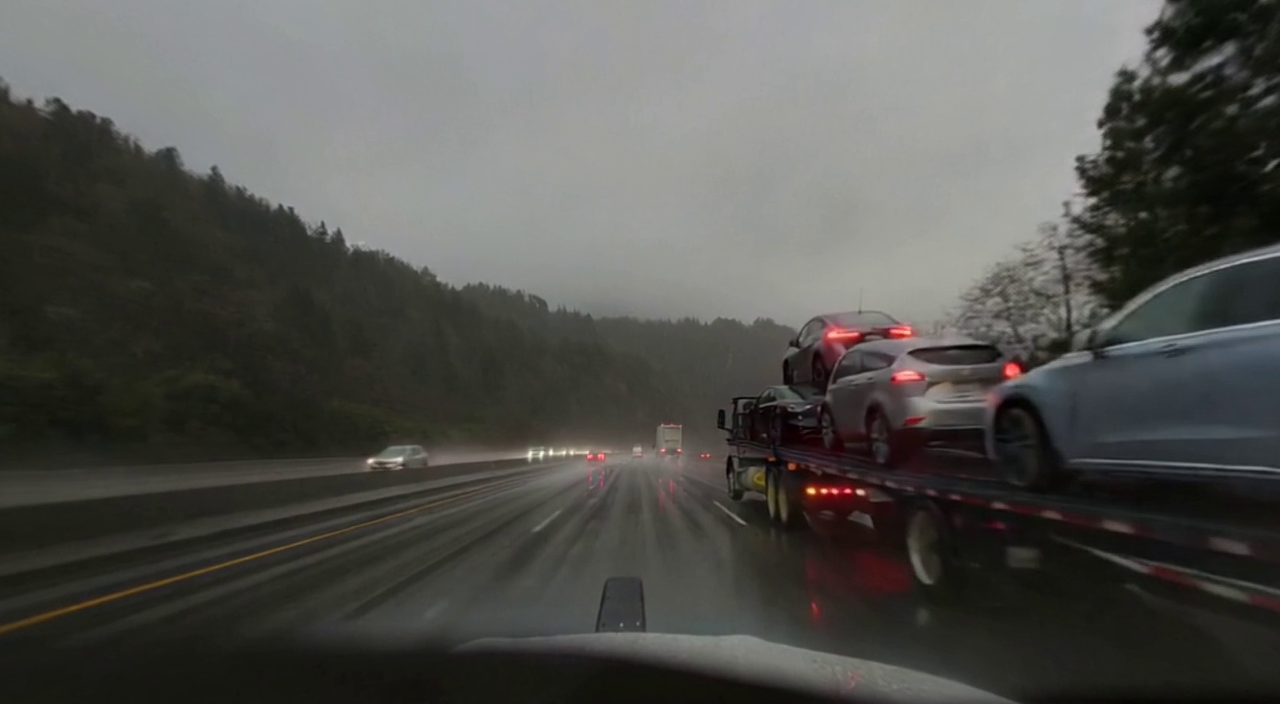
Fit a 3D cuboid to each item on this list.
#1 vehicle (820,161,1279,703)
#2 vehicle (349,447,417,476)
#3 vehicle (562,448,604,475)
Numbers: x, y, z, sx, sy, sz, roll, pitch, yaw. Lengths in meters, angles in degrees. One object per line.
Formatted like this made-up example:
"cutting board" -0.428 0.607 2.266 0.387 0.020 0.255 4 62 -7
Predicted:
"vehicle" 3.770 0.427 2.996 2.800 2.053 9.751 0 -9 -1
"vehicle" -14.969 6.409 37.069 2.036 1.561 4.605 0 -9 1
"vehicle" -3.346 6.564 37.949 2.091 1.522 4.301 0 -9 0
